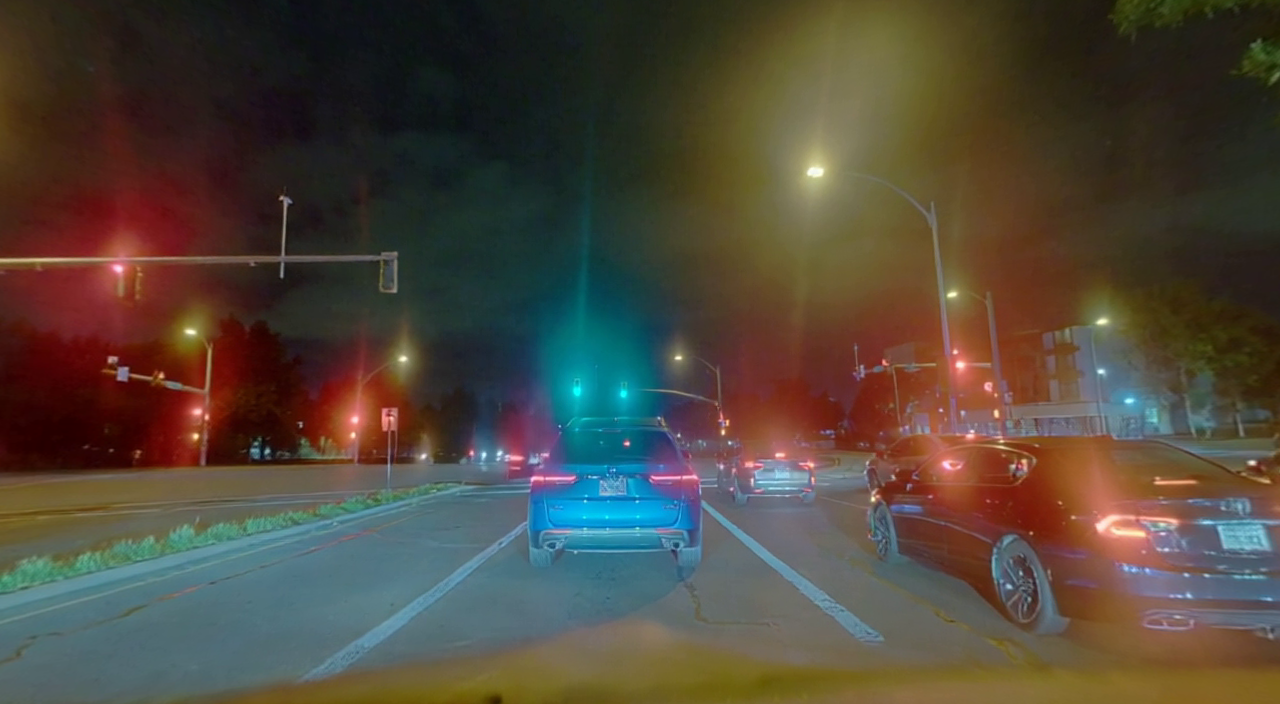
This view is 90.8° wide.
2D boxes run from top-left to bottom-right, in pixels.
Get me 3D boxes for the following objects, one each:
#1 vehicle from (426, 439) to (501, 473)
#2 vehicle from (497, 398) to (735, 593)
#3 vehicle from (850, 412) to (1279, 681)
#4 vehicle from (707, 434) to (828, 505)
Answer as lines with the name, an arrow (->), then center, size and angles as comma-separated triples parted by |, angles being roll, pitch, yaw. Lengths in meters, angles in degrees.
vehicle -> -10.178, 5.920, 36.186 | 2.186, 1.794, 4.972 | 7, -11, -40
vehicle -> -0.267, 1.556, 7.632 | 2.101, 1.707, 3.904 | 0, -8, -2
vehicle -> 3.617, 1.395, 5.699 | 1.861, 1.478, 4.185 | 0, -8, -2
vehicle -> 2.979, 2.848, 15.774 | 1.950, 1.506, 4.086 | 0, -8, -3
